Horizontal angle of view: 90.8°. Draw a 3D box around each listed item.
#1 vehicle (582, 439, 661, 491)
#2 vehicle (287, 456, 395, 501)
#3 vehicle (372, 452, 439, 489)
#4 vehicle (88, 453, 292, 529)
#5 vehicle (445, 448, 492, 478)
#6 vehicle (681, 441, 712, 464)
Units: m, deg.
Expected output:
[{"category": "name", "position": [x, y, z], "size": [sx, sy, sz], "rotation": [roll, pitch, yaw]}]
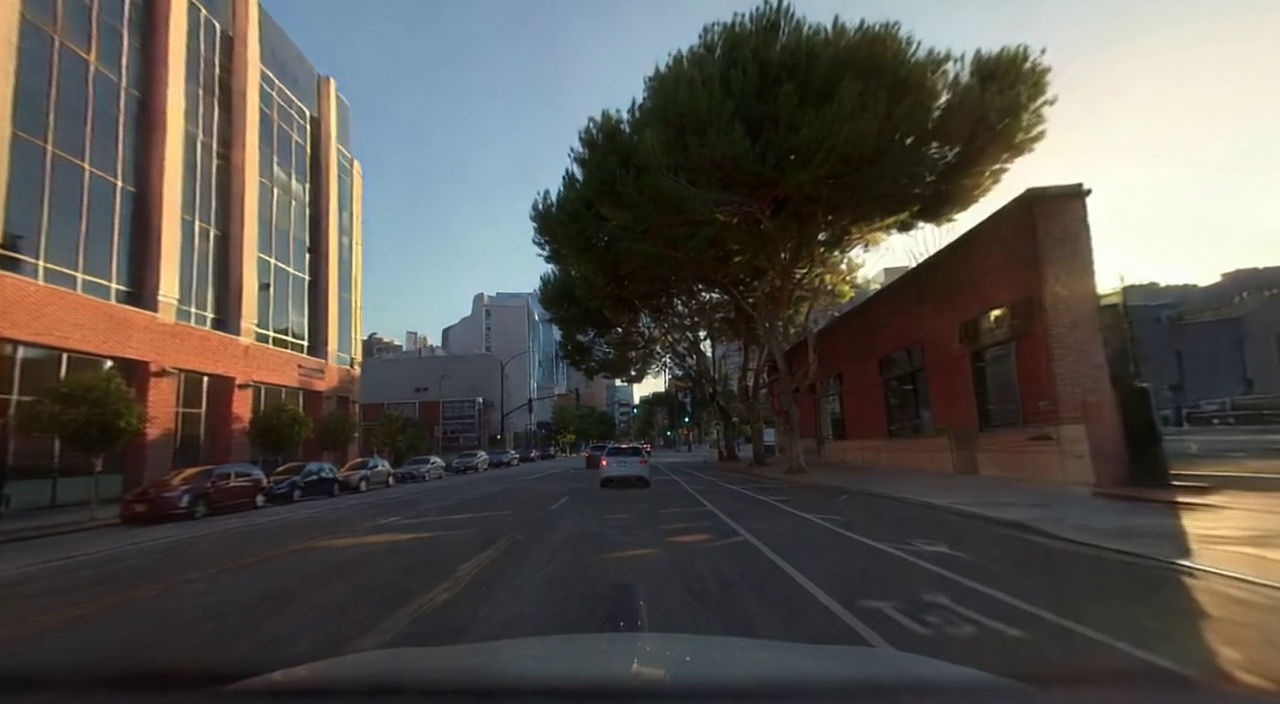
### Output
[{"category": "vehicle", "position": [-0.548, 3.561, 20.234], "size": [2.269, 1.479, 3.980], "rotation": [0, -8, -1]}, {"category": "vehicle", "position": [-11.855, 5.015, 25.506], "size": [1.991, 1.507, 4.879], "rotation": [0, -8, 0]}, {"category": "vehicle", "position": [-12.171, 6.133, 33.046], "size": [1.976, 1.577, 4.091], "rotation": [-4, -8, -1]}, {"category": "vehicle", "position": [-11.975, 3.676, 17.359], "size": [2.077, 1.732, 4.704], "rotation": [0, -8, 0]}, {"category": "vehicle", "position": [-12.160, 7.846, 45.123], "size": [2.090, 1.784, 4.832], "rotation": [-4, -8, -2]}, {"category": "vehicle", "position": [4.257, 7.620, 48.219], "size": [1.924, 1.645, 4.528], "rotation": [-1, -8, -1]}]
